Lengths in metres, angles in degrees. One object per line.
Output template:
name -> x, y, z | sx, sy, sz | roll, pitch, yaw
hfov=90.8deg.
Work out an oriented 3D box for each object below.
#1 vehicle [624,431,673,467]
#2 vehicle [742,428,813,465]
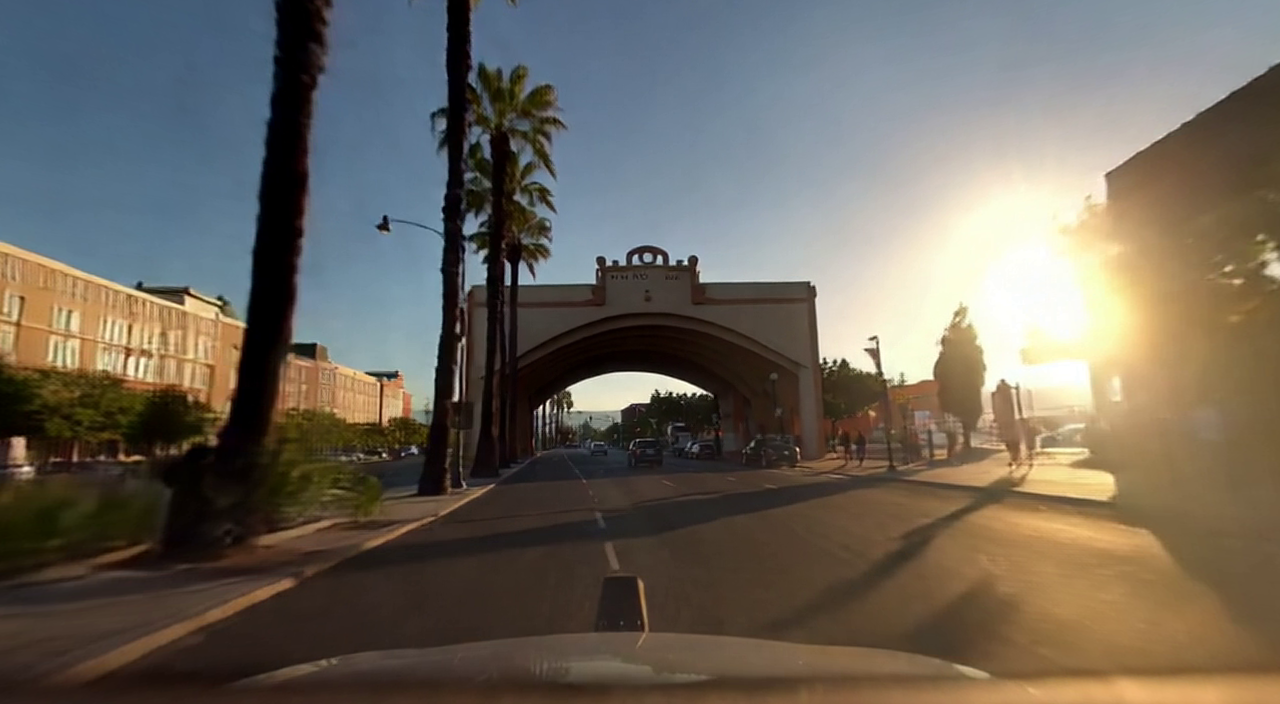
vehicle -> 0.369, 5.921, 38.728 | 2.284, 2.010, 6.670 | 0, -8, -6
vehicle -> 8.145, 5.694, 38.191 | 2.417, 2.030, 5.711 | 1, -8, -7
